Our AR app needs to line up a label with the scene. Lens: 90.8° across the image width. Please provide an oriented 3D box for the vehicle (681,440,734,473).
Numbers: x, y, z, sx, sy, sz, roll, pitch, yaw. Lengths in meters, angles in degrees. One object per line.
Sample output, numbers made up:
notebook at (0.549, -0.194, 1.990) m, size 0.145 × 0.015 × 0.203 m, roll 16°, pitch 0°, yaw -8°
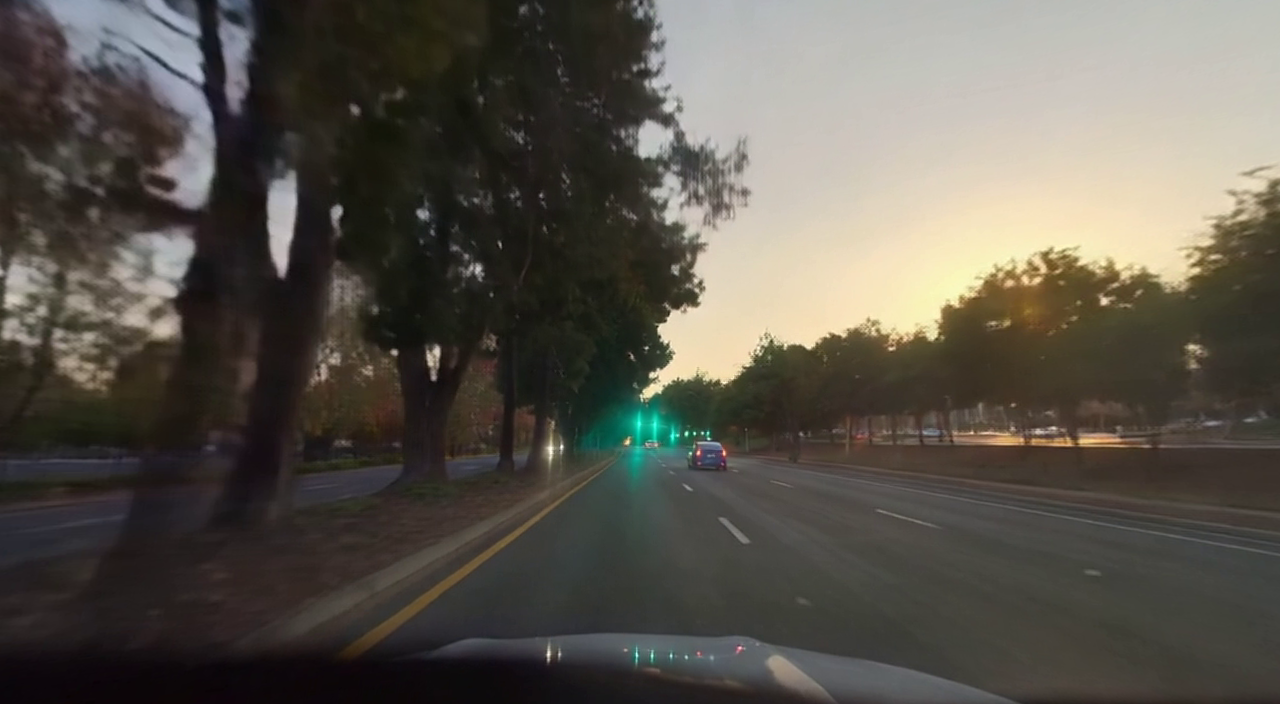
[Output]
vehicle at (3.249, 5.092, 31.059) m, size 2.056 × 1.483 × 4.091 m, roll 0°, pitch -8°, yaw -1°
